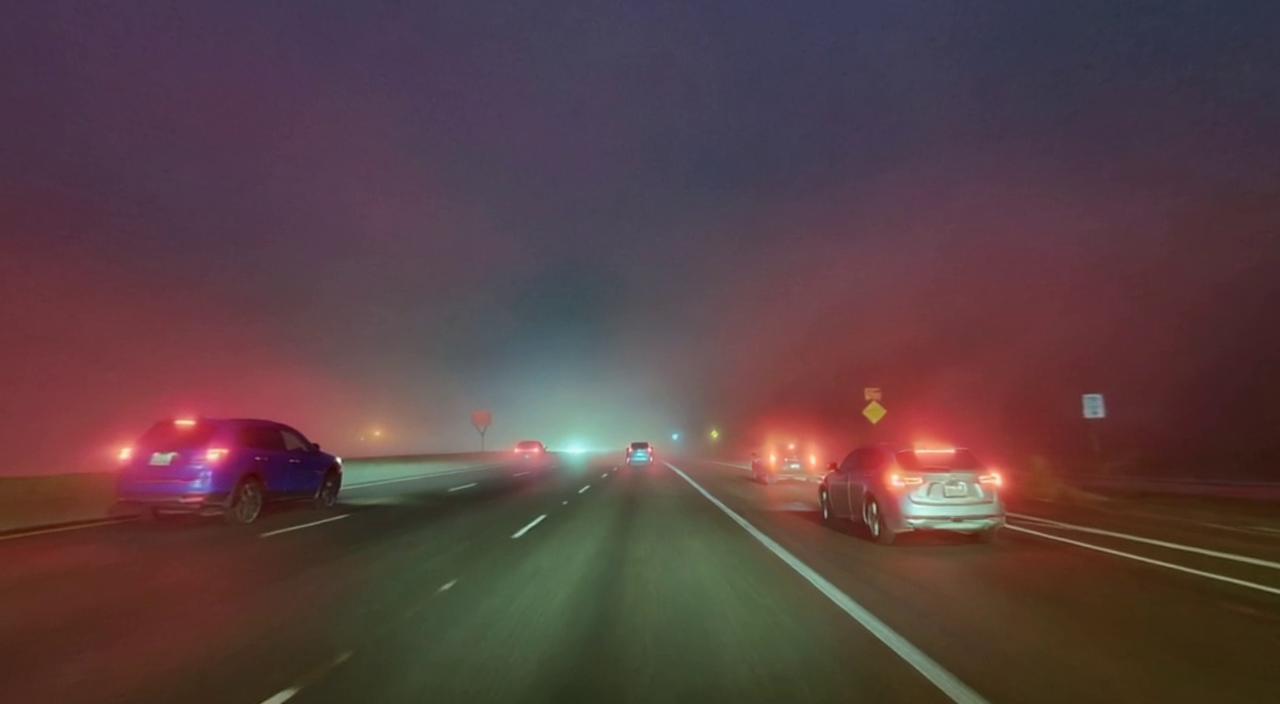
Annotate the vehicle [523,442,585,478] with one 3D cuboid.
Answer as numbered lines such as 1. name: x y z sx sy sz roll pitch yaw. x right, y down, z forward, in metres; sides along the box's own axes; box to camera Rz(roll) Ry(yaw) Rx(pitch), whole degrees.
1. vehicle: -3.726 4.756 27.978 2.071 1.478 4.130 0 -9 1

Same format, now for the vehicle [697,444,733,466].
1. vehicle: 5.205 7.230 44.237 1.944 1.465 4.245 0 -9 -1

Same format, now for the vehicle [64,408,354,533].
1. vehicle: -7.490 2.121 11.748 2.142 1.849 4.566 0 -9 0

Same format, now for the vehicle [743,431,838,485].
1. vehicle: 5.287 3.800 22.838 2.335 1.759 4.297 0 -9 0

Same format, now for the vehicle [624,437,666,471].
1. vehicle: 0.245 5.546 34.393 2.158 1.706 4.219 0 -9 0

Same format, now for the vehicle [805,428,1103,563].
1. vehicle: 4.165 1.977 9.460 2.141 1.507 4.510 0 -9 0
